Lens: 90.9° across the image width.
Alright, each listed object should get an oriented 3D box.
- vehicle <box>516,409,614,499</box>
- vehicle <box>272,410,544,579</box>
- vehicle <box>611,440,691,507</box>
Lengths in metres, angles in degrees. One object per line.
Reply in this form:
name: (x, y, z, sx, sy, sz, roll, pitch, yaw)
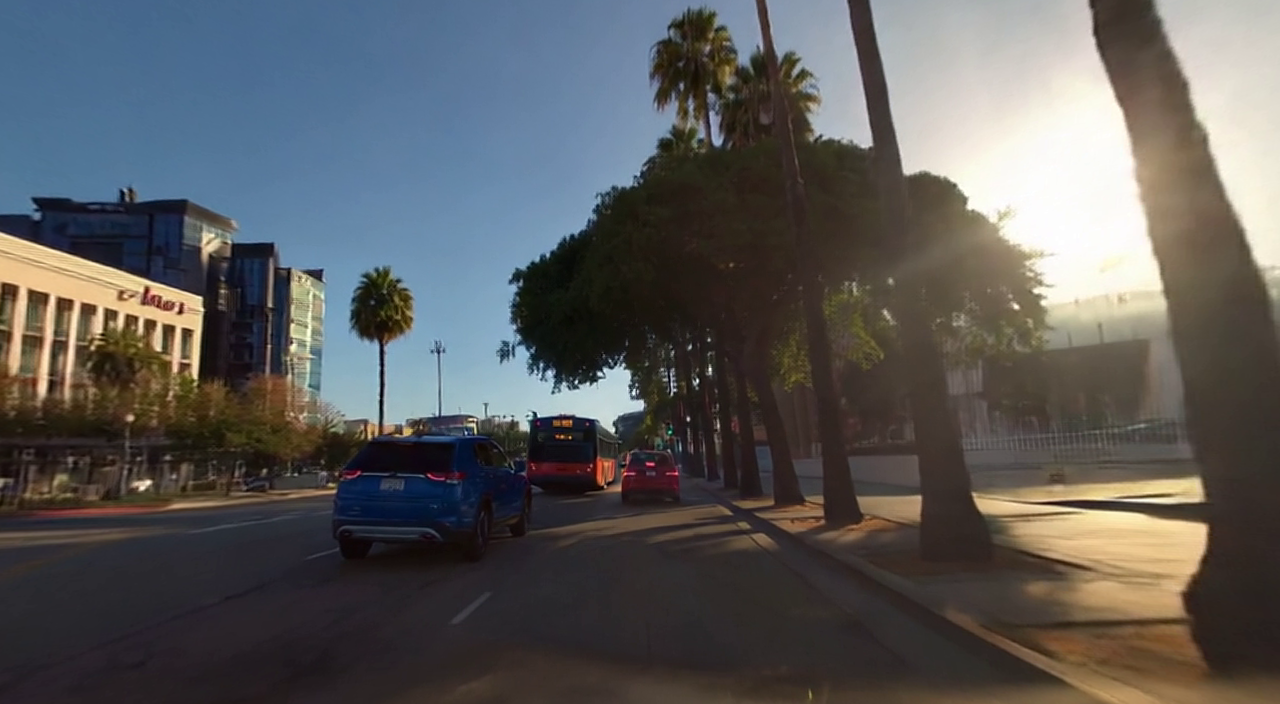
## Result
vehicle: (-2.768, 4.211, 25.979, 2.775, 3.064, 8.297, 1, -9, 1)
vehicle: (-2.896, 1.938, 9.266, 2.124, 1.799, 4.587, 1, -9, 1)
vehicle: (0.311, 3.588, 18.889, 2.120, 1.727, 3.917, 1, -9, 0)
